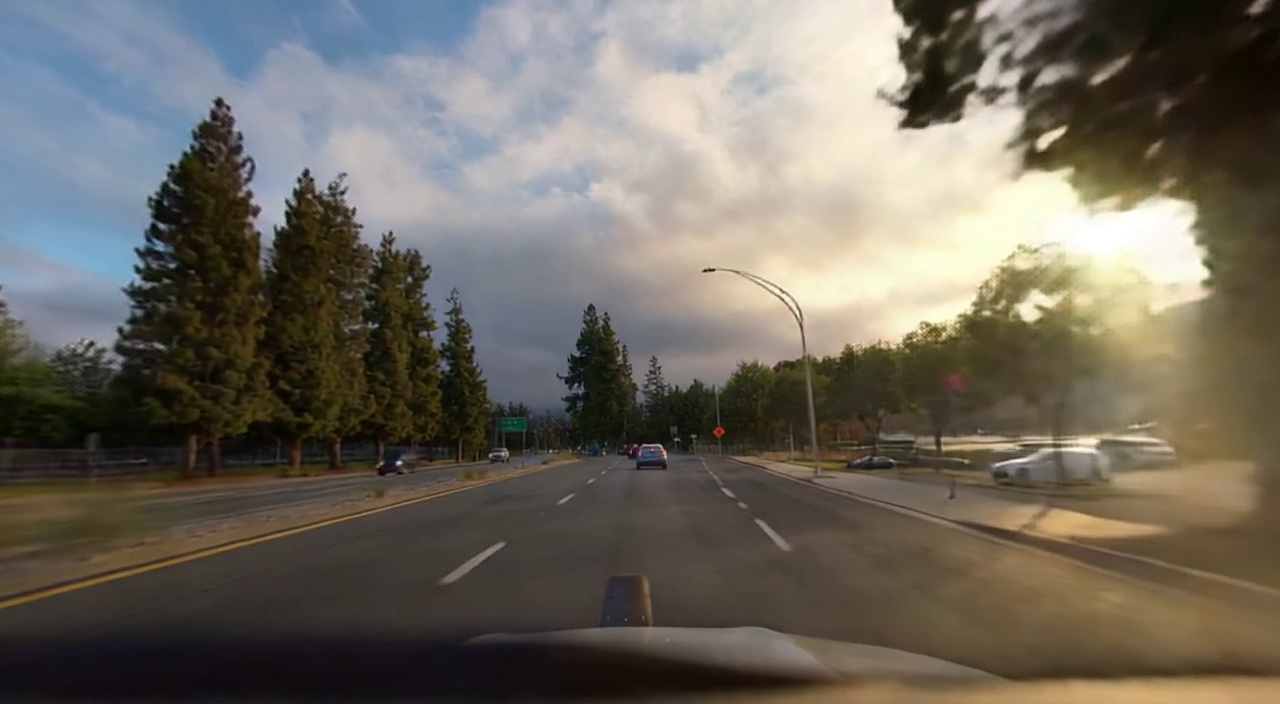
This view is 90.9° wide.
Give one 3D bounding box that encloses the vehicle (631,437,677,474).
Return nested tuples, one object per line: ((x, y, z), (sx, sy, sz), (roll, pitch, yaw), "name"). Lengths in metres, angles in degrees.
((0.666, 5.102, 31.148), (2.135, 1.691, 3.884), (0, -9, 1), "vehicle")

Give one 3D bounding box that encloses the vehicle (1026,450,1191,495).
((15.409, 3.971, 20.907), (3.913, 1.384, 1.893), (0, -9, 2), "vehicle")

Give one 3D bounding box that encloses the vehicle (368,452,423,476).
((-16.223, 7.410, 42.019), (1.895, 1.513, 4.362), (0, -9, 0), "vehicle")
